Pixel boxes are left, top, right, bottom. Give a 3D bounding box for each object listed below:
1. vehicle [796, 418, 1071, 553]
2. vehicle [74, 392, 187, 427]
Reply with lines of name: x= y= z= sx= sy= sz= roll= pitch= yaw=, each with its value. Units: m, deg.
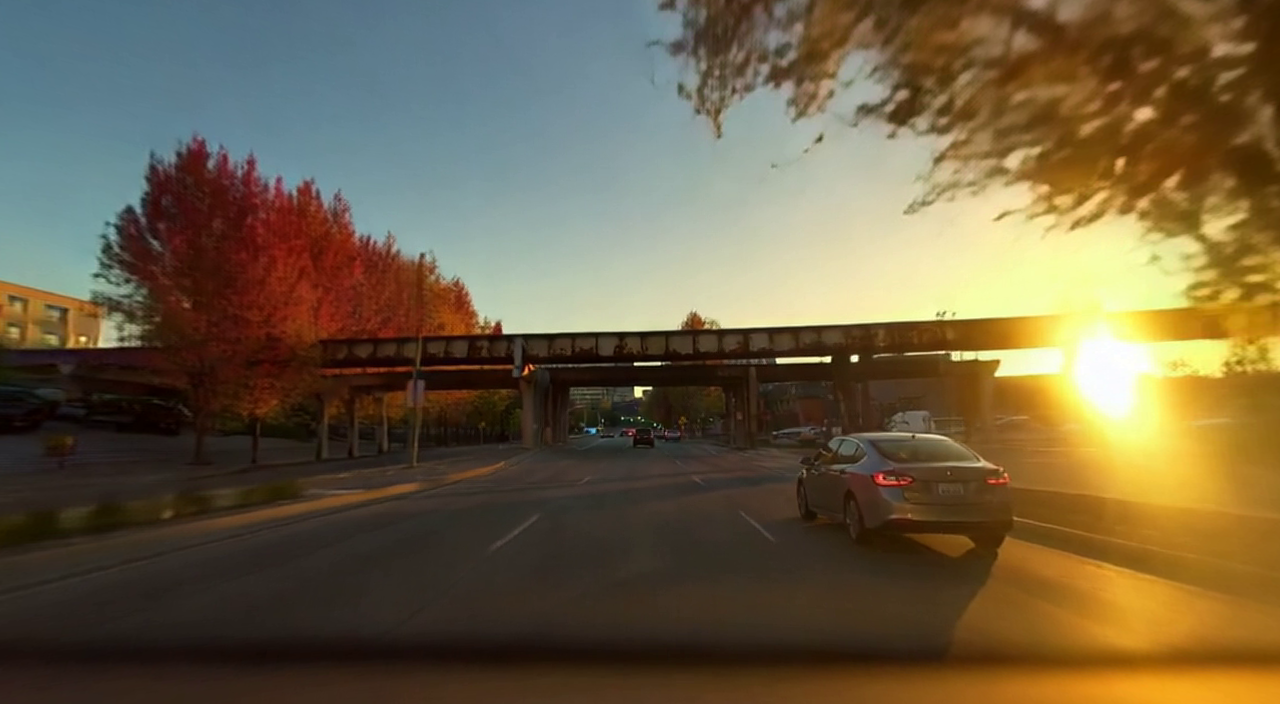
vehicle: x=3.957 y=1.872 z=9.563 sx=2.063 sy=1.542 sz=4.420 roll=0 pitch=-8 yaw=1
vehicle: x=-37.151 y=4.298 z=46.230 sx=2.256 sy=2.170 sz=6.436 roll=-1 pitch=-8 yaw=9
